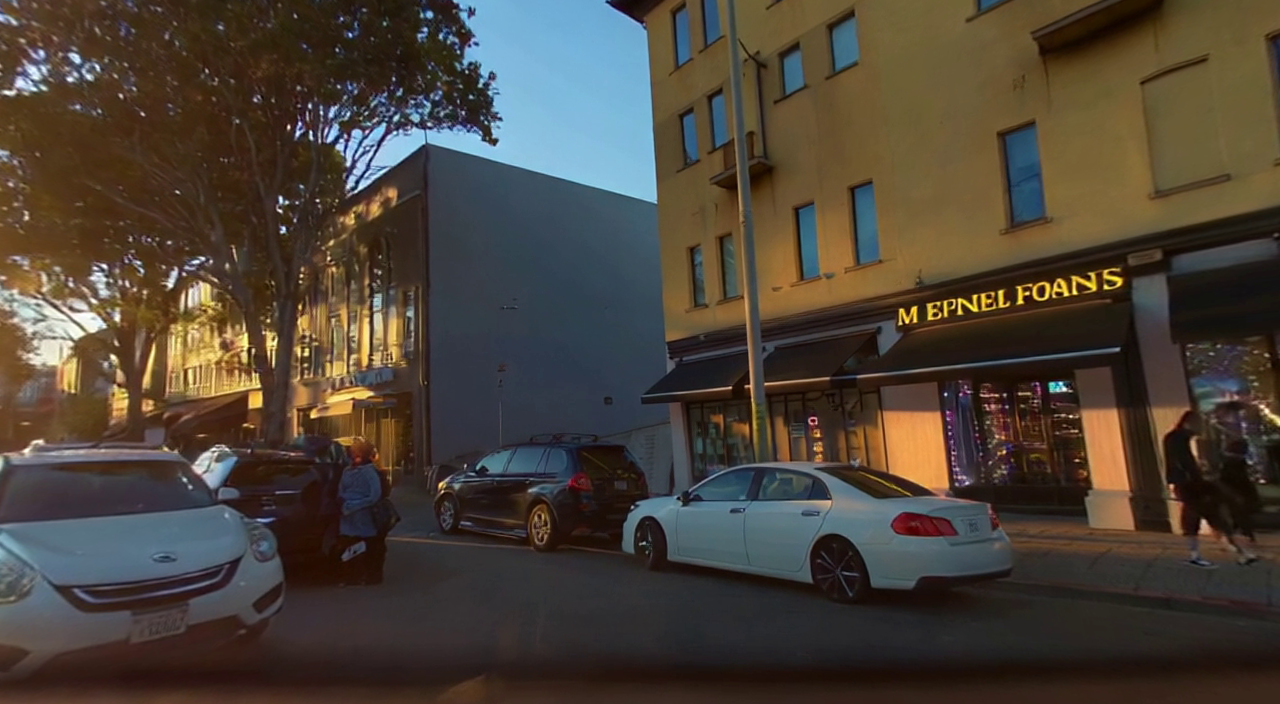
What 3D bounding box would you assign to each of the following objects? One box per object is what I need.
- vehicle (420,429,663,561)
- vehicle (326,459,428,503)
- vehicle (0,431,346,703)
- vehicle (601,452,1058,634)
[{"bbox_3d":[-1.921,2.379,11.317,4.580,1.853,1.862,-8,-12,43],"label":"vehicle"},{"bbox_3d":[-14.344,7.021,34.565,4.692,1.909,2.032,6,-17,-43],"label":"vehicle"},{"bbox_3d":[-4.370,1.357,4.579,4.330,1.458,1.932,-6,-10,32],"label":"vehicle"},{"bbox_3d":[1.886,1.935,7.525,4.830,1.421,1.826,-8,-11,42],"label":"vehicle"}]
